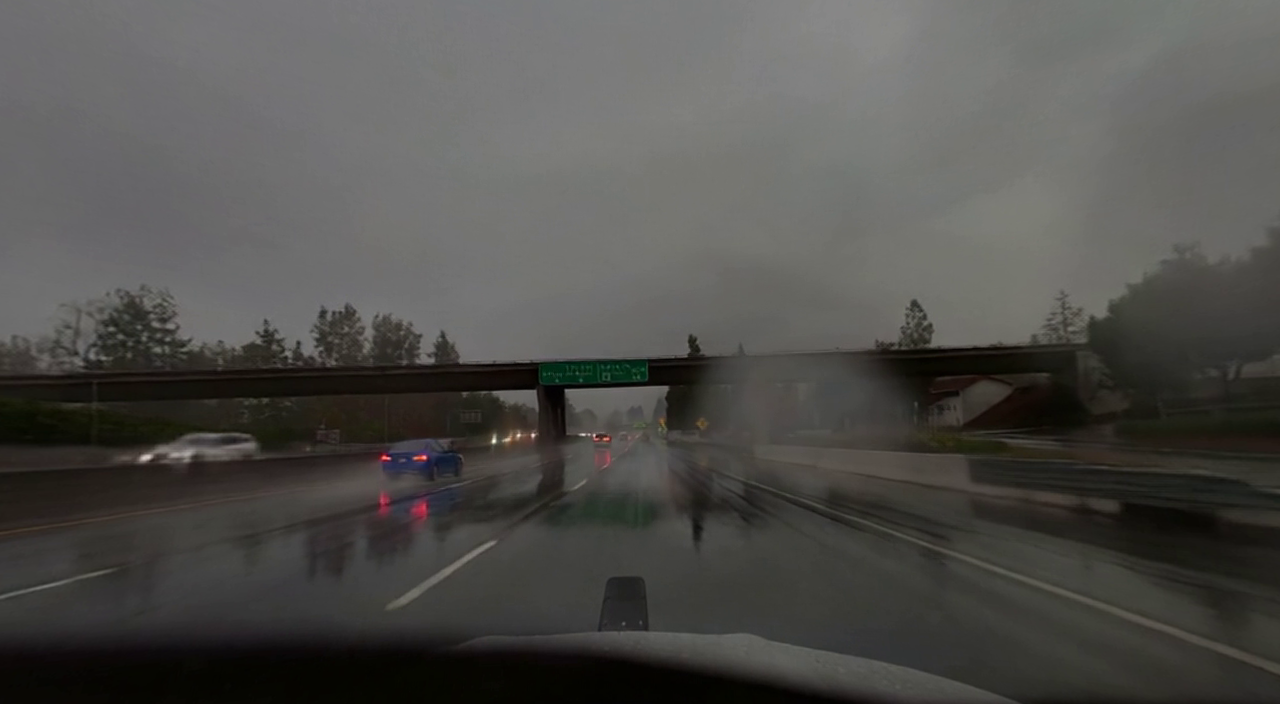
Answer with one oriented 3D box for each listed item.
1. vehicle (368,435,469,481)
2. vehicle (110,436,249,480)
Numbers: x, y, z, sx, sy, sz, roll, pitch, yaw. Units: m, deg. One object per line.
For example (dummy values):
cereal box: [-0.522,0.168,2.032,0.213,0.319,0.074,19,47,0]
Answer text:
vehicle: [-7.704,3.719,22.383,1.987,1.486,4.174,0,-8,1]
vehicle: [-17.588,4.057,24.443,1.851,1.529,4.608,0,-8,1]
